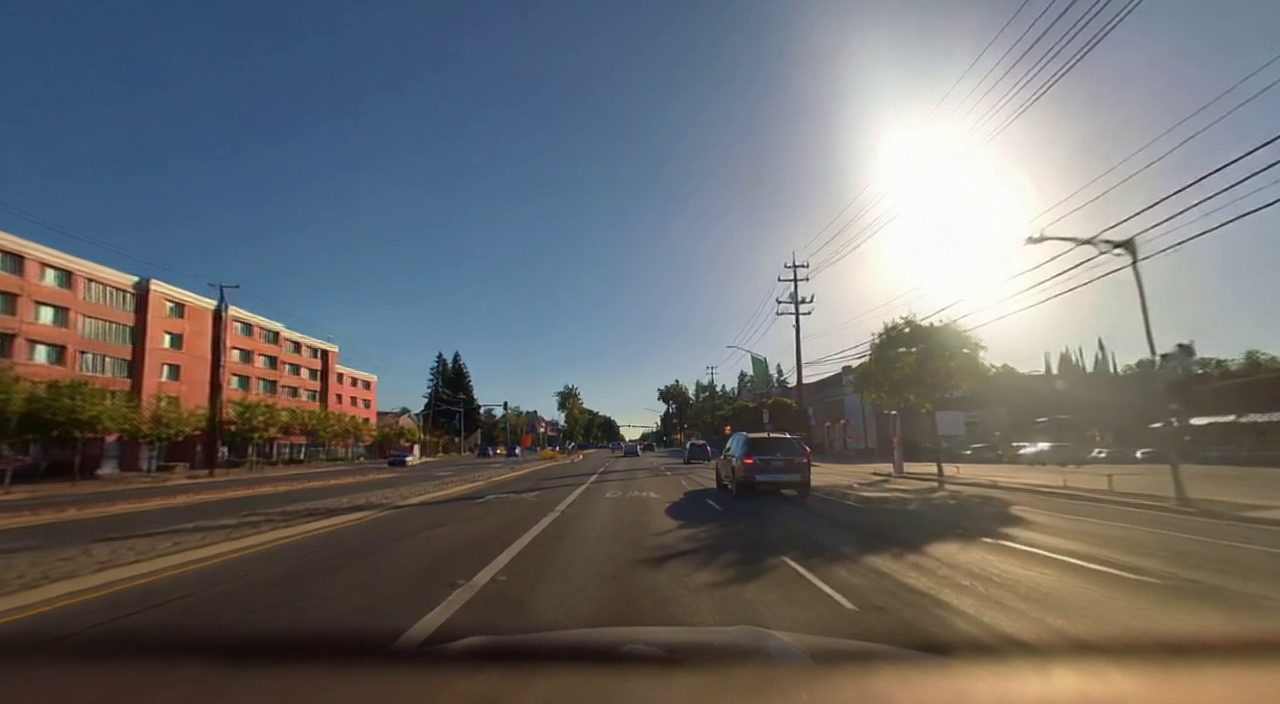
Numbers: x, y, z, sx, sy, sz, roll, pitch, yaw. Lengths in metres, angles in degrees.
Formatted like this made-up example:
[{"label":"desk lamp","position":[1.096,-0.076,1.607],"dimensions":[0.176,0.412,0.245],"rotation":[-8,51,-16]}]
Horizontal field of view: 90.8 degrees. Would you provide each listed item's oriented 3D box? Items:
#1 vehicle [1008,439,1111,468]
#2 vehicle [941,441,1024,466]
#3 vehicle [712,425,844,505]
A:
[{"label":"vehicle","position":[24.641,5.982,37.217],"dimensions":[4.599,1.647,1.924],"rotation":[0,-9,1]},{"label":"vehicle","position":[24.852,7.375,46.011],"dimensions":[4.798,1.699,2.039],"rotation":[0,-9,1]},{"label":"vehicle","position":[3.209,2.738,15.684],"dimensions":[2.128,1.699,4.222],"rotation":[0,-9,-3]}]
